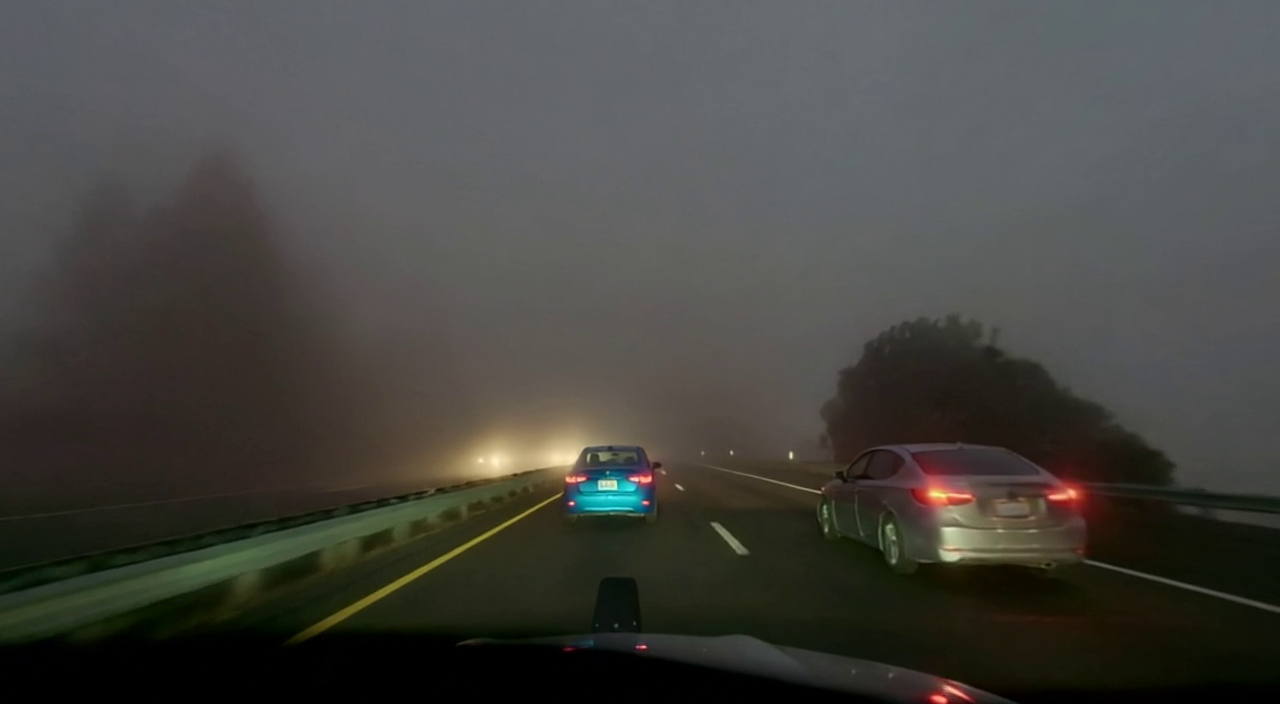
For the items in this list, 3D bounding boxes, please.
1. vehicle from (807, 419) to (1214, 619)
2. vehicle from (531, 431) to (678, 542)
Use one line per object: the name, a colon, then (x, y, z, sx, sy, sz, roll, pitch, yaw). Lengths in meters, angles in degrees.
vehicle: (3.450, 1.615, 6.979, 2.021, 1.533, 4.014, 0, -9, 0)
vehicle: (-0.531, 2.246, 11.094, 2.083, 1.548, 4.251, 0, -9, -1)
